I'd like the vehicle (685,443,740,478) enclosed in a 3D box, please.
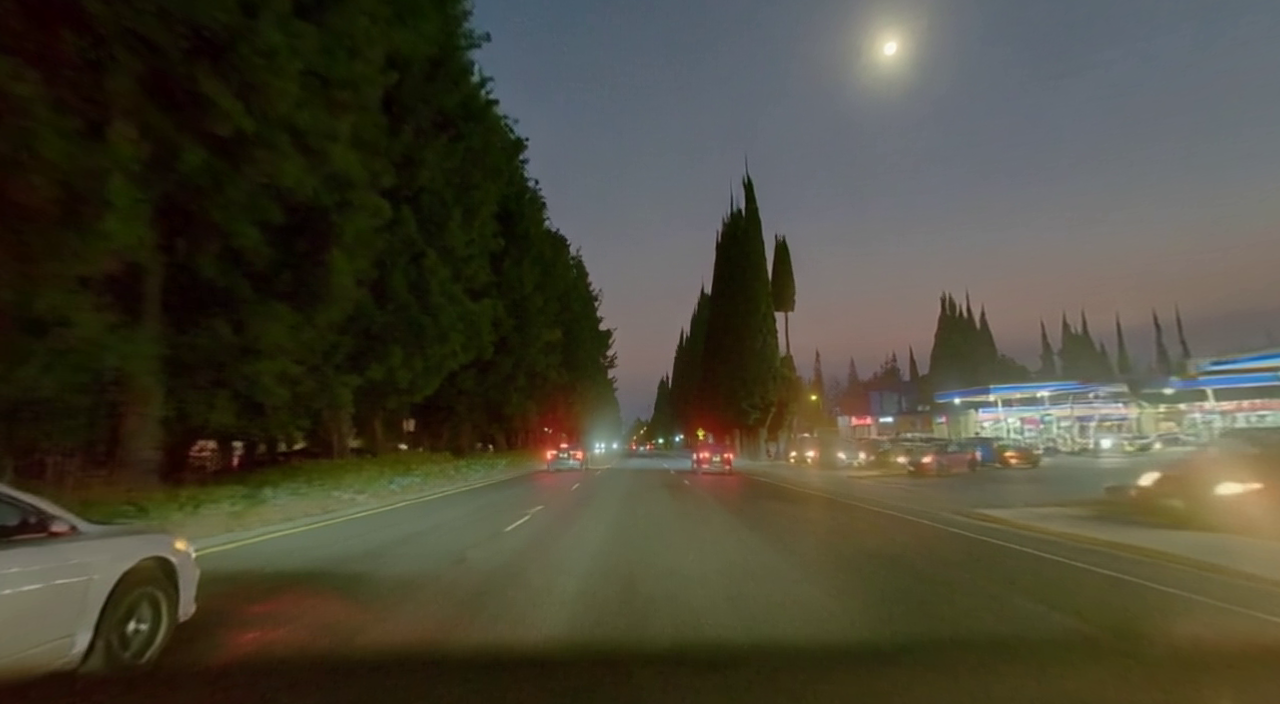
[{"bbox_3d":[3.309,5.055,29.652,2.010,1.486,4.498,0,-9,-1],"label":"vehicle"}]

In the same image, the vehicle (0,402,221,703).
[{"bbox_3d":[-3.924,0.831,1.760,1.988,1.530,5.155,0,-9,0],"label":"vehicle"}]

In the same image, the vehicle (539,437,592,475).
[{"bbox_3d":[-3.645,5.204,31.647,2.051,1.747,4.370,0,-9,1],"label":"vehicle"}]

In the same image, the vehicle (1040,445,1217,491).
[{"bbox_3d":[16.749,3.982,21.739,4.624,1.460,1.901,1,-9,-4],"label":"vehicle"}]

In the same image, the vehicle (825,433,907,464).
[{"bbox_3d":[14.118,6.081,39.744,2.097,1.779,4.720,4,-9,-24],"label":"vehicle"}]

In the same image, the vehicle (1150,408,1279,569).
[{"bbox_3d":[9.305,1.631,7.739,4.526,1.768,2.056,1,-9,-8],"label":"vehicle"}]

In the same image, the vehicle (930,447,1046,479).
[{"bbox_3d":[16.818,5.328,30.525,4.717,1.461,1.874,2,-9,-11],"label":"vehicle"}]

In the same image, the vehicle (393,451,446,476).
[{"bbox_3d":[-14.717,7.437,42.293,1.977,1.491,4.496,1,-8,-1],"label":"vehicle"}]
